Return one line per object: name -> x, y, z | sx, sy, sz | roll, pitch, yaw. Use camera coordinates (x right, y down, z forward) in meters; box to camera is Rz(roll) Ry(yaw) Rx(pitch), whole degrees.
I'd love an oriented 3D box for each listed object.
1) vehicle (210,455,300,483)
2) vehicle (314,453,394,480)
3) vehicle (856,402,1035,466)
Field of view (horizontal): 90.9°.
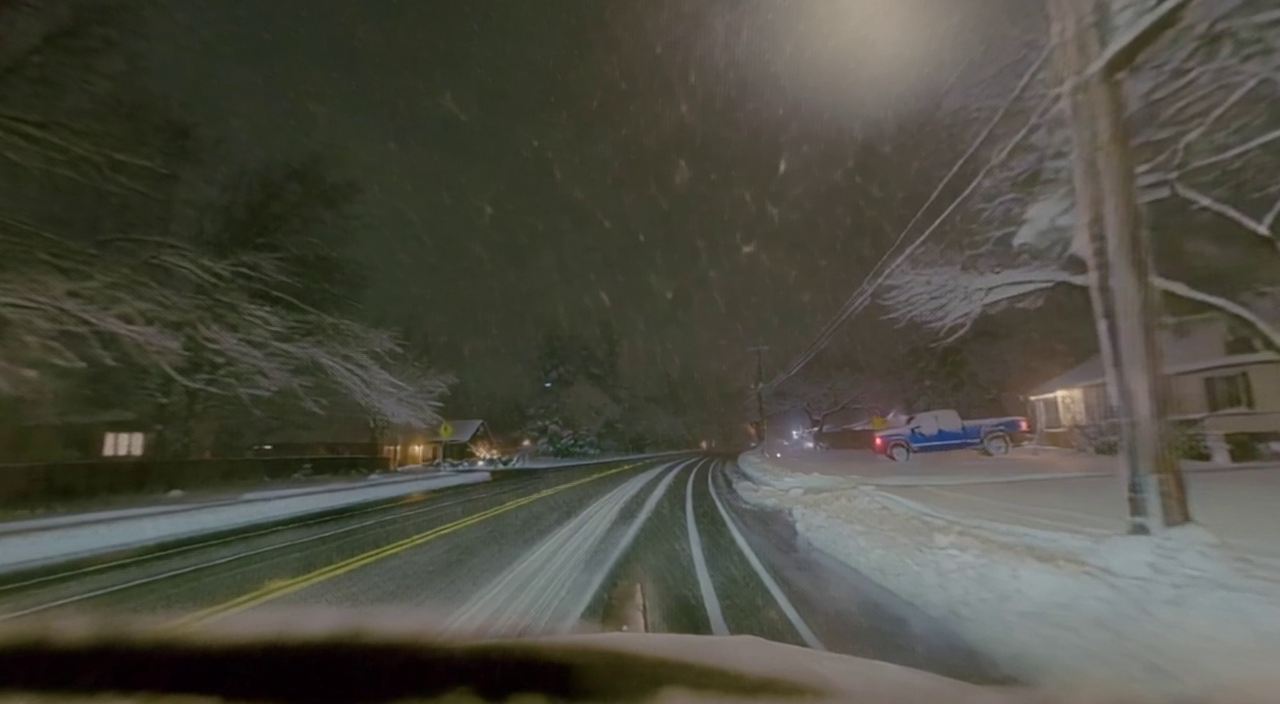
vehicle -> -25.025, 7.608, 41.043 | 4.751, 1.489, 2.052 | -5, -9, 8
vehicle -> -18.233, 7.316, 40.255 | 4.270, 1.481, 1.972 | -4, -9, 10
vehicle -> 11.673, 3.238, 24.533 | 5.704, 1.788, 2.095 | -7, -11, 9
